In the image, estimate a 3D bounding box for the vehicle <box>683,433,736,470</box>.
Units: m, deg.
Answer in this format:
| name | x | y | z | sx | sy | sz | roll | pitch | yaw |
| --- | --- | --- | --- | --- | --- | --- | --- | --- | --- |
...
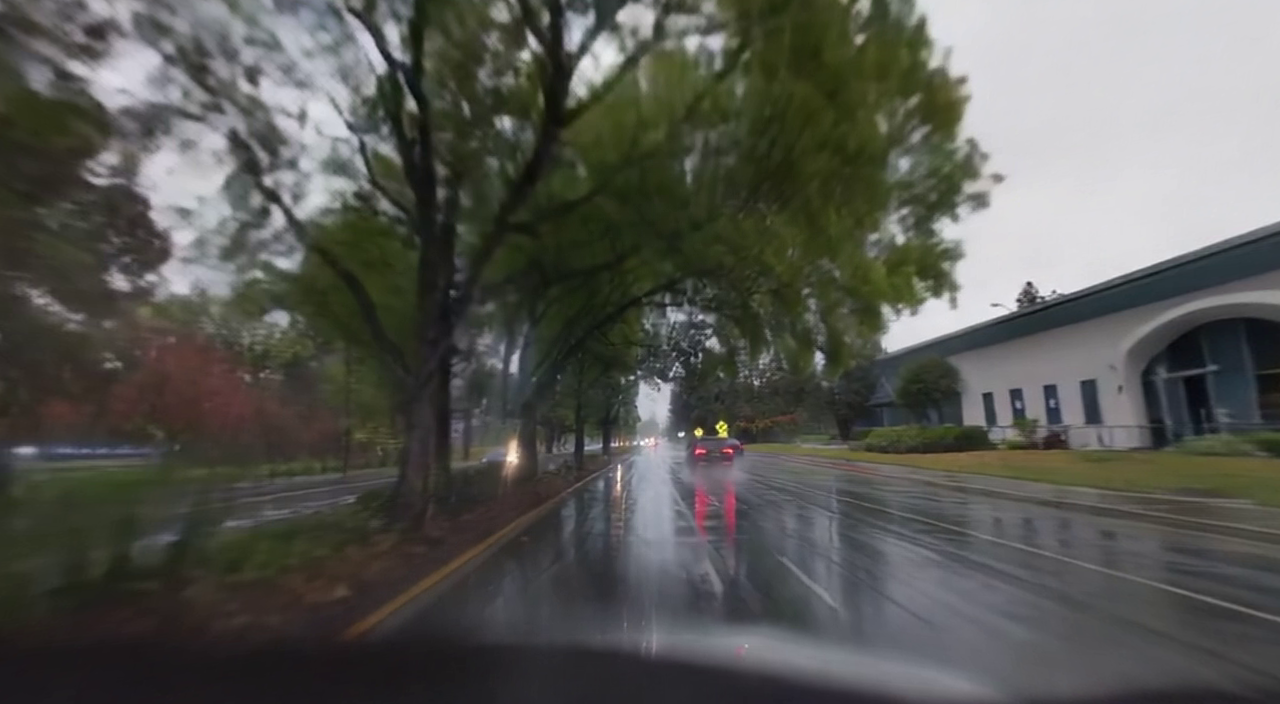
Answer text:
| name | x | y | z | sx | sy | sz | roll | pitch | yaw |
| --- | --- | --- | --- | --- | --- | --- | --- | --- | --- |
| vehicle | 3.499 | 5.080 | 32.438 | 2.143 | 1.759 | 4.378 | 0 | -8 | -1 |
